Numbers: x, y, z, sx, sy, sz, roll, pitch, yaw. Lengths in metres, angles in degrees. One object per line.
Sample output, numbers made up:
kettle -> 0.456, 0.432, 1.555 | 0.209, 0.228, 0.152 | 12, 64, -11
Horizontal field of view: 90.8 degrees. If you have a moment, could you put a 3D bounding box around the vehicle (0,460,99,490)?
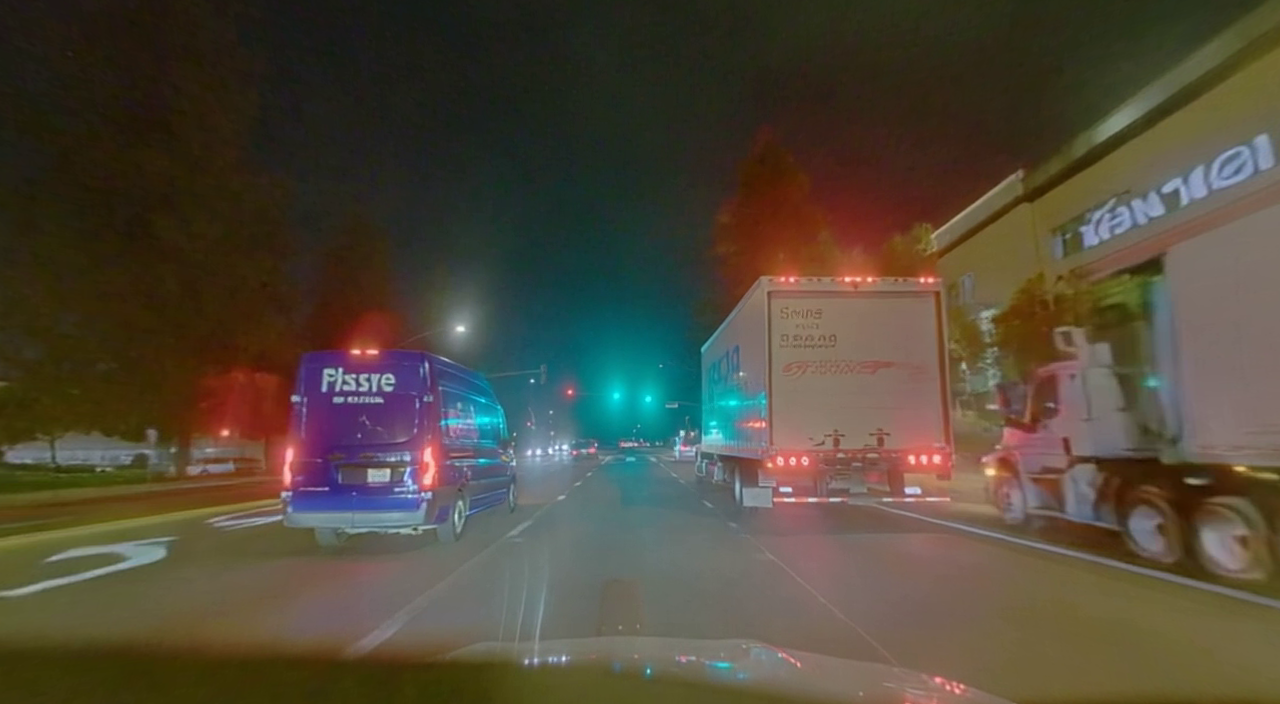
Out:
vehicle -> -31.405, 6.334, 32.746 | 4.630, 1.412, 2.019 | 4, -10, -26

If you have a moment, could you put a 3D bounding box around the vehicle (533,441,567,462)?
vehicle -> -6.771, 7.586, 48.033 | 1.958, 1.491, 4.155 | 0, -9, 0

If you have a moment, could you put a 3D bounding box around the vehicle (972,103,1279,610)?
vehicle -> 6.758, -0.003, 4.972 | 2.949, 4.141, 9.759 | 0, -9, 1

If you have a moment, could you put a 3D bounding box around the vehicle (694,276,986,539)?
vehicle -> 3.052, 1.439, 13.377 | 2.861, 3.525, 9.858 | 0, -9, 0

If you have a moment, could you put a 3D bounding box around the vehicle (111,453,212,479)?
vehicle -> -31.324, 7.468, 41.579 | 4.955, 1.514, 1.973 | 4, -9, -29

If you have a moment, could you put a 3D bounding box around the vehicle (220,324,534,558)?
vehicle -> -3.653, 1.528, 10.811 | 2.443, 2.784, 6.493 | 0, -9, 1

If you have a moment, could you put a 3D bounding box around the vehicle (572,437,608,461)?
vehicle -> -3.780, 7.523, 49.070 | 2.356, 1.766, 5.674 | 0, -9, 0
